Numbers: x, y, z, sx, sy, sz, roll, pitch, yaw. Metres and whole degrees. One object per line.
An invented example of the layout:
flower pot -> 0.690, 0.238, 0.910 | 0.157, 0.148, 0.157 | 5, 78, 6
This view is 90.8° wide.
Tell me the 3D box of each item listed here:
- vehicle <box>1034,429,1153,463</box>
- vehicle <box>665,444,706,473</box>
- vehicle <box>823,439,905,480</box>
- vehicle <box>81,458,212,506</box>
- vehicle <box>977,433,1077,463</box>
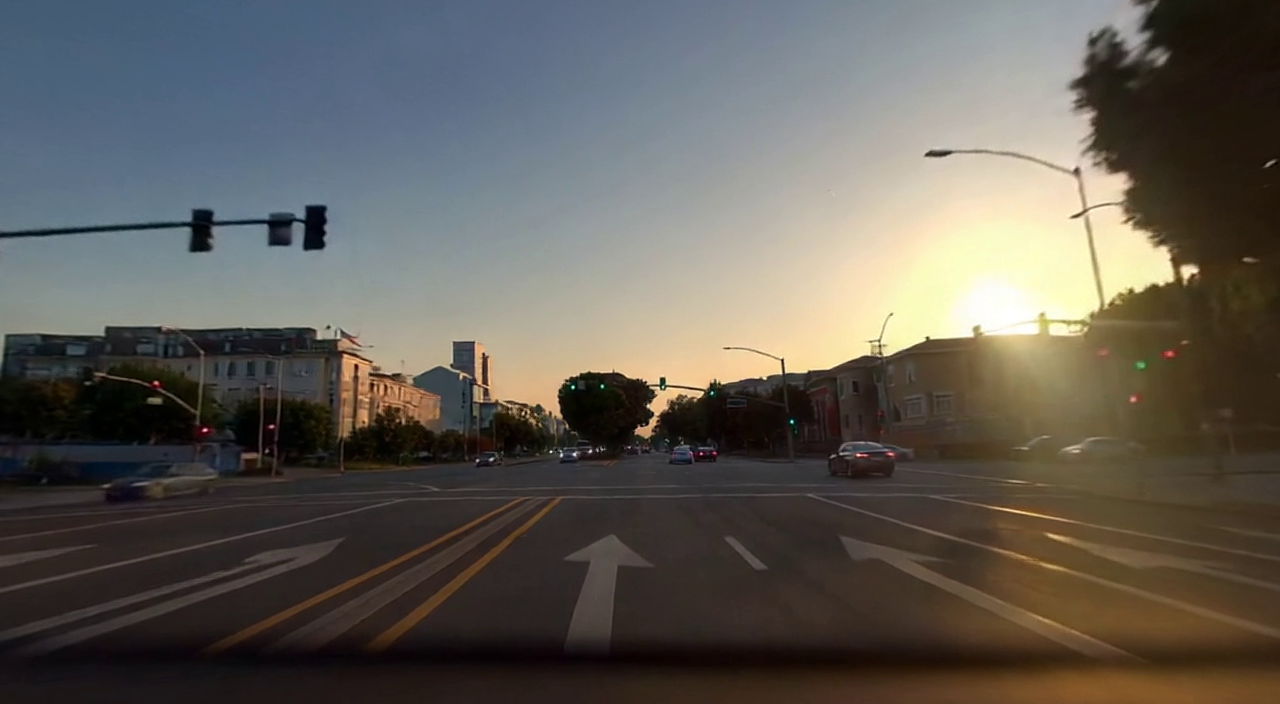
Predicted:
vehicle -> 24.489, 5.080, 34.247 | 4.747, 1.766, 2.179 | 0, -9, 0
vehicle -> 2.578, 6.117, 36.571 | 1.917, 1.538, 4.259 | 0, -9, -2
vehicle -> 9.526, 4.599, 27.287 | 1.798, 1.621, 4.304 | 0, -9, -2
vehicle -> -22.539, 5.901, 29.163 | 2.016, 1.871, 4.983 | 0, -9, -1
vehicle -> 22.700, 5.668, 37.155 | 4.475, 1.682, 2.044 | 0, -9, -1
